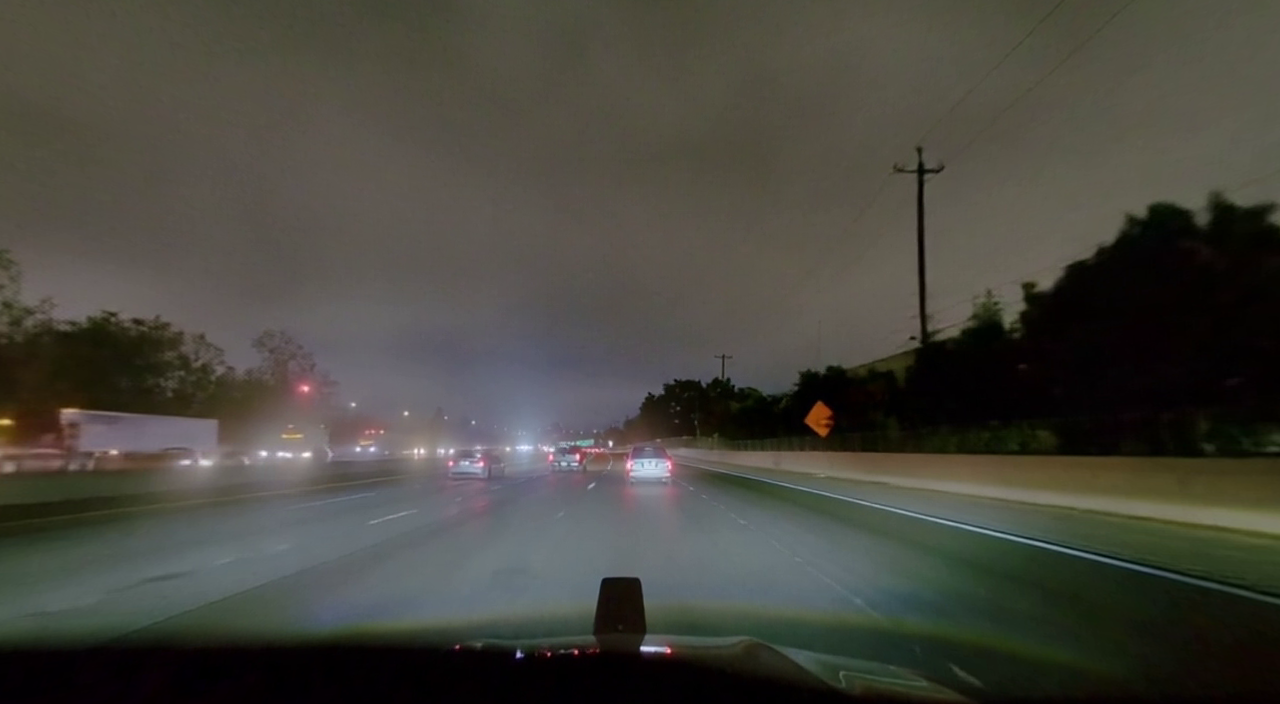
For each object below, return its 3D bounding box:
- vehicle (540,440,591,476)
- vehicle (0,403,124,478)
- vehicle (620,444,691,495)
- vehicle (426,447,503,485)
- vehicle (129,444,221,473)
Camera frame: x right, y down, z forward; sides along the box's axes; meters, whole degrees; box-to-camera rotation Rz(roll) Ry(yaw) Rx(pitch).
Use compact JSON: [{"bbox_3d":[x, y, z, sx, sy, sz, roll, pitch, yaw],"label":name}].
[{"bbox_3d":[-3.908,5.651,33.799,2.289,1.777,4.534,0,-8,-2],"label":"vehicle"},{"bbox_3d":[-34.585,5.148,36.578,2.978,3.905,7.816,1,-8,-4],"label":"vehicle"},{"bbox_3d":[0.393,3.740,20.563,2.082,1.482,4.126,0,-8,-2],"label":"vehicle"},{"bbox_3d":[-7.321,4.776,26.823,1.974,1.464,4.733,0,-8,-1],"label":"vehicle"},{"bbox_3d":[-26.631,6.099,36.311,2.079,1.561,4.381,0,-8,-3],"label":"vehicle"}]
